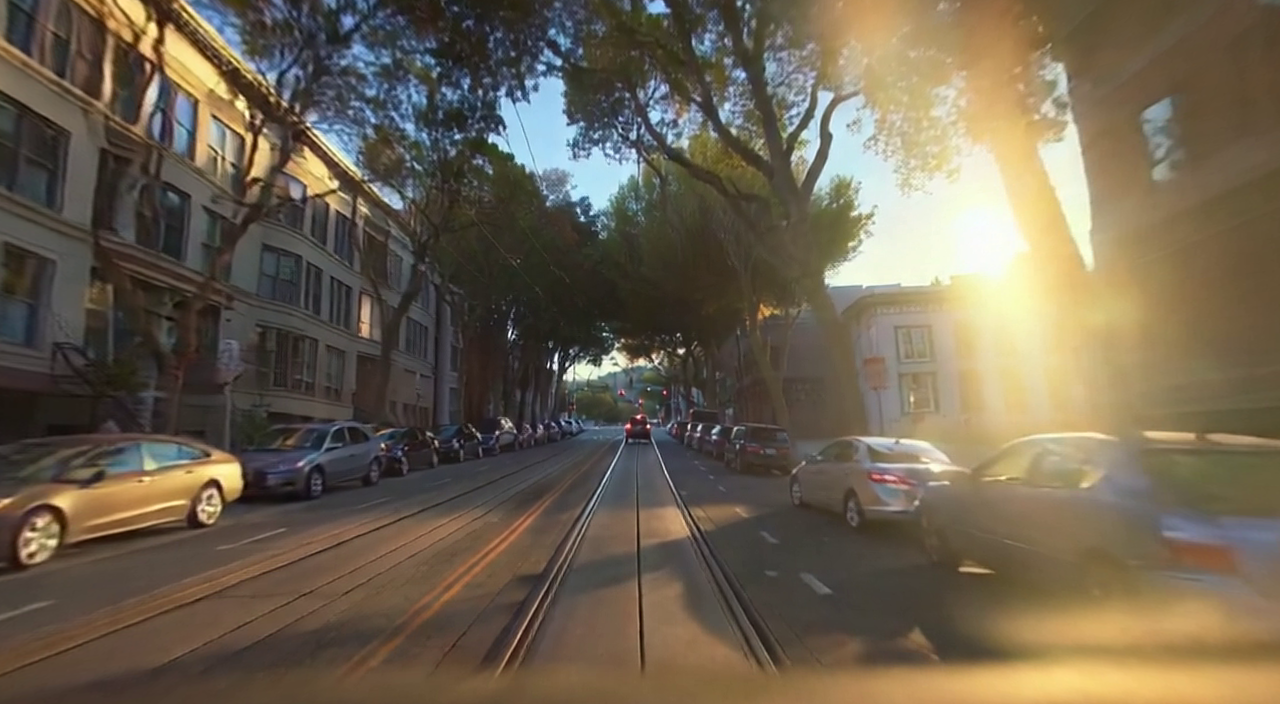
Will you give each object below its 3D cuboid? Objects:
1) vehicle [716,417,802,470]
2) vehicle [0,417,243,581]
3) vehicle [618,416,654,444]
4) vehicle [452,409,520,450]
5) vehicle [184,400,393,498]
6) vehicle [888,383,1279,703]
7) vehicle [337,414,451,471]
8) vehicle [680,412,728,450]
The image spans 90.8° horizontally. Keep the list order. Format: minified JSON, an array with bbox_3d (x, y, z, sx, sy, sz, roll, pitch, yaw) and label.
[{"bbox_3d":[3.805,3.053,21.019,1.890,1.559,4.281,0,-8,-2],"label":"vehicle"},{"bbox_3d":[-7.327,1.682,8.241,1.779,1.588,3.953,2,-7,-2],"label":"vehicle"},{"bbox_3d":[-0.217,4.561,36.637,1.984,1.571,3.404,0,-8,-1],"label":"vehicle"},{"bbox_3d":[-7.331,3.815,30.606,2.049,1.821,5.066,0,-8,0],"label":"vehicle"},{"bbox_3d":[-7.391,2.142,13.981,1.861,1.751,4.550,1,-9,2],"label":"vehicle"},{"bbox_3d":[3.920,1.323,5.309,1.929,1.723,4.134,0,-8,-1],"label":"vehicle"},{"bbox_3d":[-7.356,2.852,19.435,1.756,1.492,4.426,2,-10,-1],"label":"vehicle"},{"bbox_3d":[3.703,4.640,37.895,2.242,2.000,6.340,1,-5,0],"label":"vehicle"}]
